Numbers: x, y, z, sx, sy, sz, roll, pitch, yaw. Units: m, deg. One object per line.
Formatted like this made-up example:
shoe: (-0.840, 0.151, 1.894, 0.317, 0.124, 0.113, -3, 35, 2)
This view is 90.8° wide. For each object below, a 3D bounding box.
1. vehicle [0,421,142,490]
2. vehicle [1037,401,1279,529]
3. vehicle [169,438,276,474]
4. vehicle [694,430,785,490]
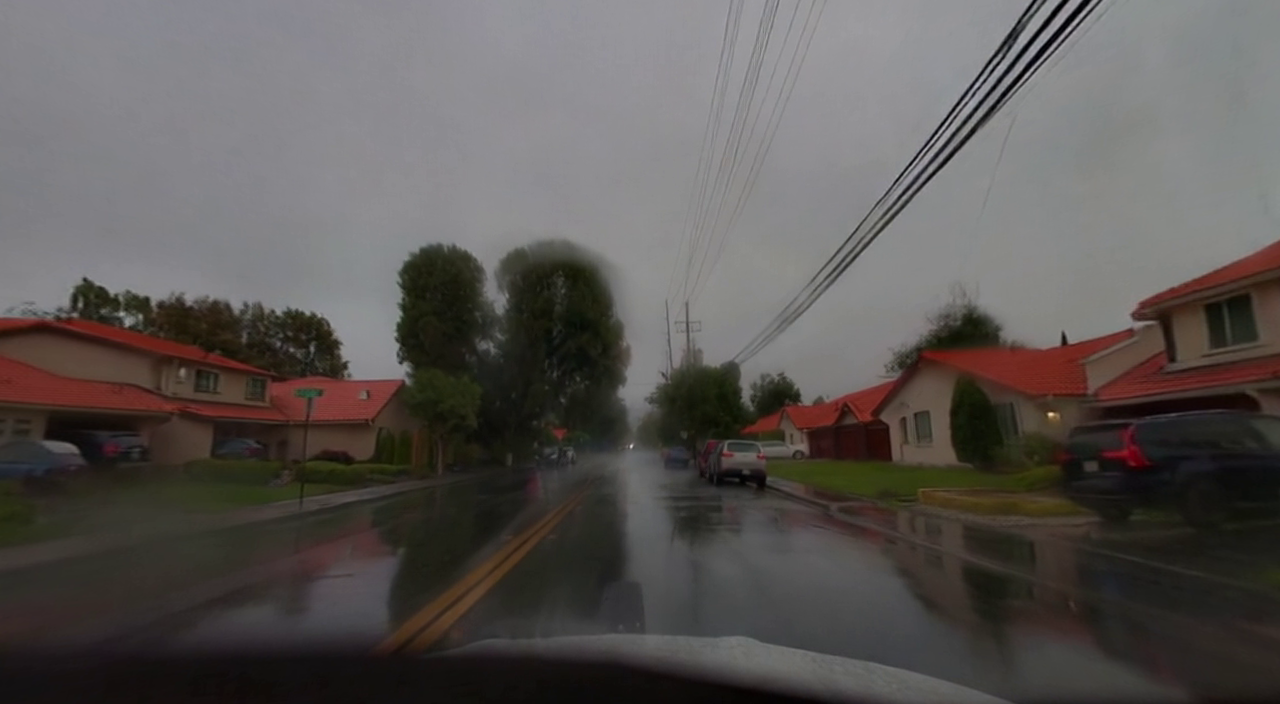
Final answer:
vehicle: (-18.174, 3.110, 19.125, 2.034, 1.829, 5.161, 0, -8, -2)
vehicle: (9.621, 1.723, 9.889, 5.490, 1.774, 1.867, 0, -8, 0)
vehicle: (-22.026, 5.497, 33.645, 2.139, 1.746, 5.099, 0, -8, 1)
vehicle: (3.358, 3.797, 22.573, 2.114, 1.858, 5.144, 0, -8, -4)
